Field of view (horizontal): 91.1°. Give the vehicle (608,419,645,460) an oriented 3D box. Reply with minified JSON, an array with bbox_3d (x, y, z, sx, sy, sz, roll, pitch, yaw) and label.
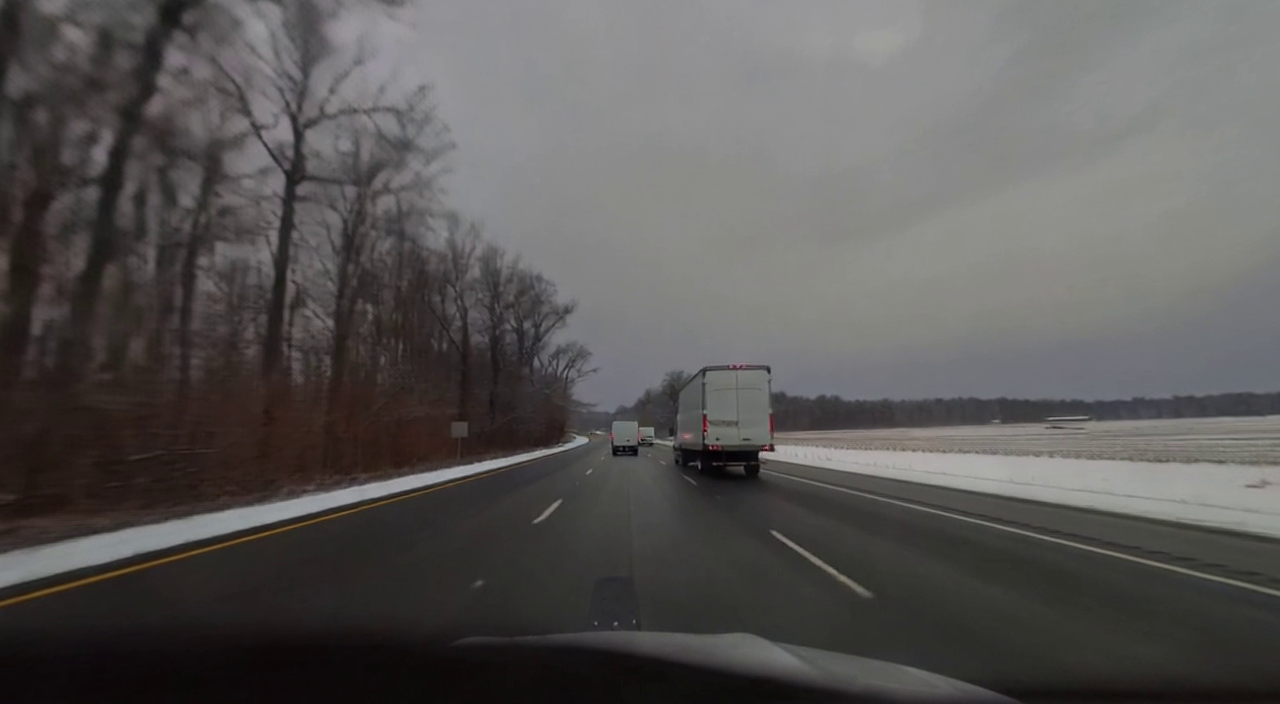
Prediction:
[{"bbox_3d":[-0.908,6.086,43.800,2.389,2.637,5.437,0,-8,-1],"label":"vehicle"}]

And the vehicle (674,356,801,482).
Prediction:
[{"bbox_3d":[3.530,3.048,27.180,3.128,4.087,13.351,0,-8,-1],"label":"vehicle"}]
